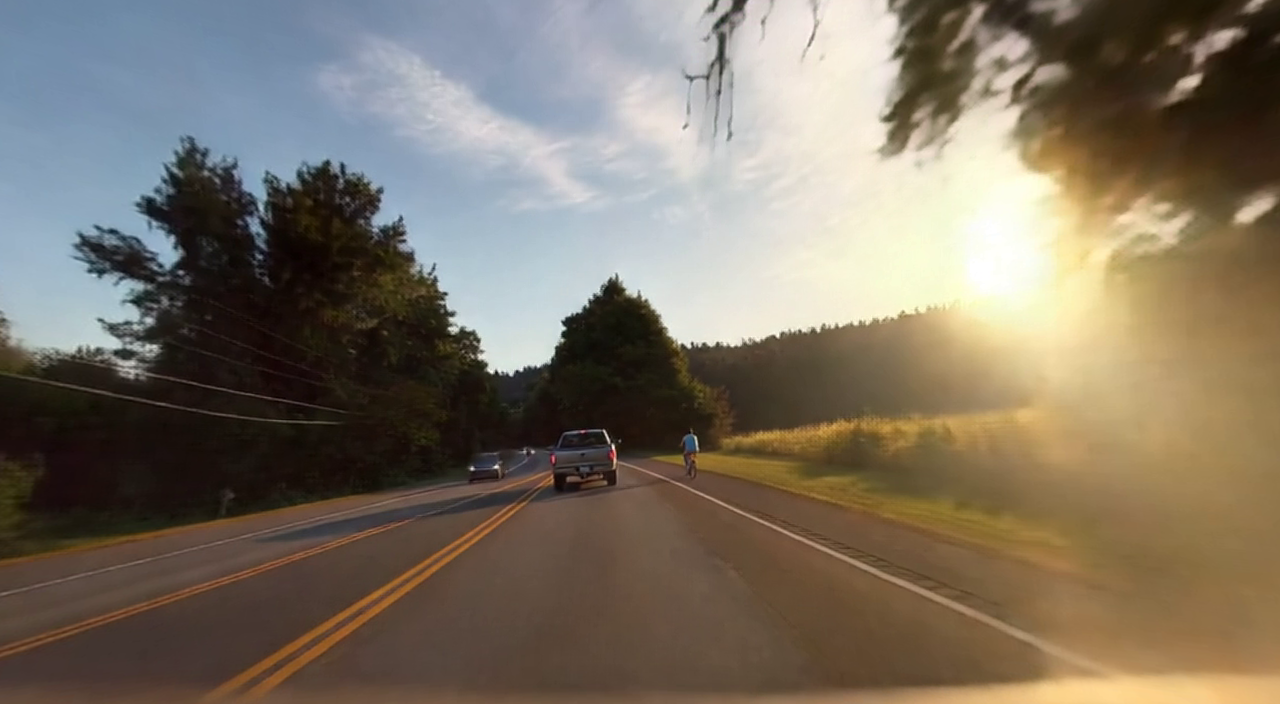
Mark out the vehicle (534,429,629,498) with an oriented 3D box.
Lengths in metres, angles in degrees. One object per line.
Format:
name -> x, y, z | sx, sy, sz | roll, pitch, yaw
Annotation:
vehicle -> -1.762, 3.491, 20.251 | 2.631, 1.798, 5.331 | -1, -8, -3

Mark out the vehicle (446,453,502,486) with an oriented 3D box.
vehicle -> -8.476, 5.987, 32.604 | 2.045, 1.474, 3.956 | -1, -8, -3
